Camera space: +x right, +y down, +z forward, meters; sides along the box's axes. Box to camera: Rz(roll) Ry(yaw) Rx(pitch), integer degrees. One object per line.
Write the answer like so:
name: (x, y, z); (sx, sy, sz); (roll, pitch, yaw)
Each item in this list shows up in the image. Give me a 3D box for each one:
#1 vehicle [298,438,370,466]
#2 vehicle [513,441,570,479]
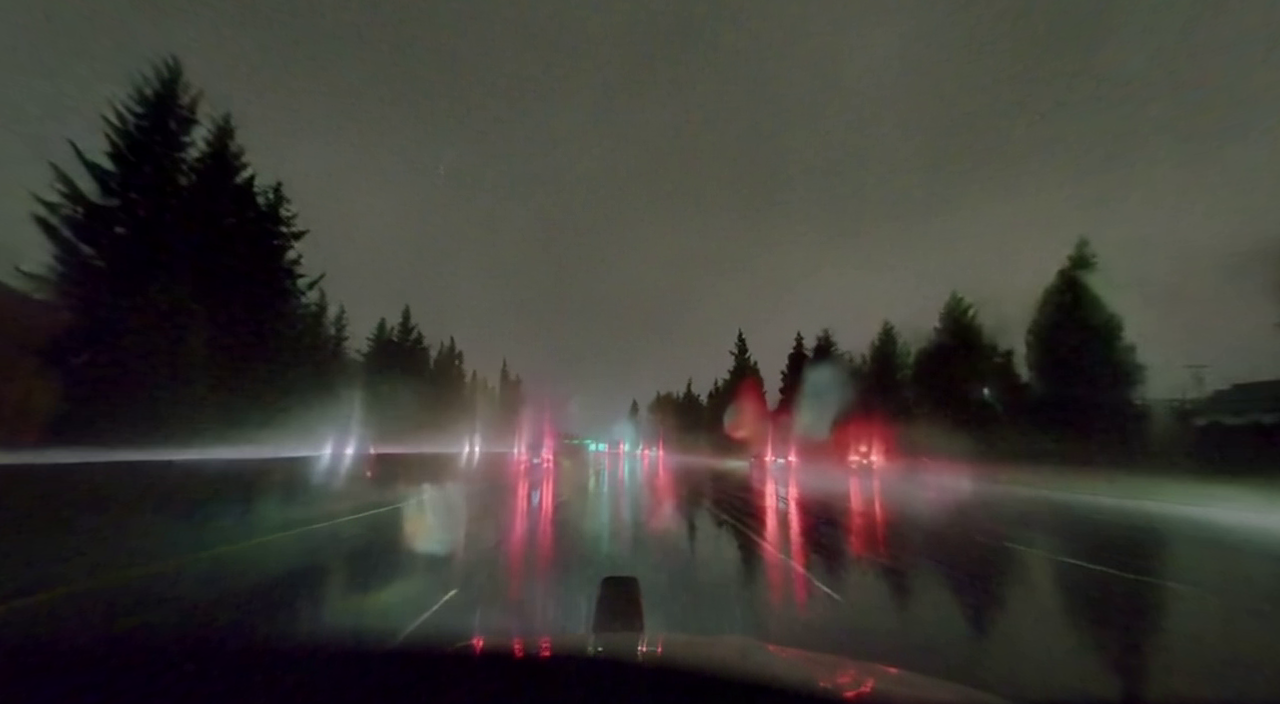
vehicle: (-18.042, 5.930, 37.271); (1.921, 1.525, 4.846); (0, -9, -1)
vehicle: (-4.488, 4.998, 29.156); (2.071, 1.615, 3.868); (0, -9, -1)
